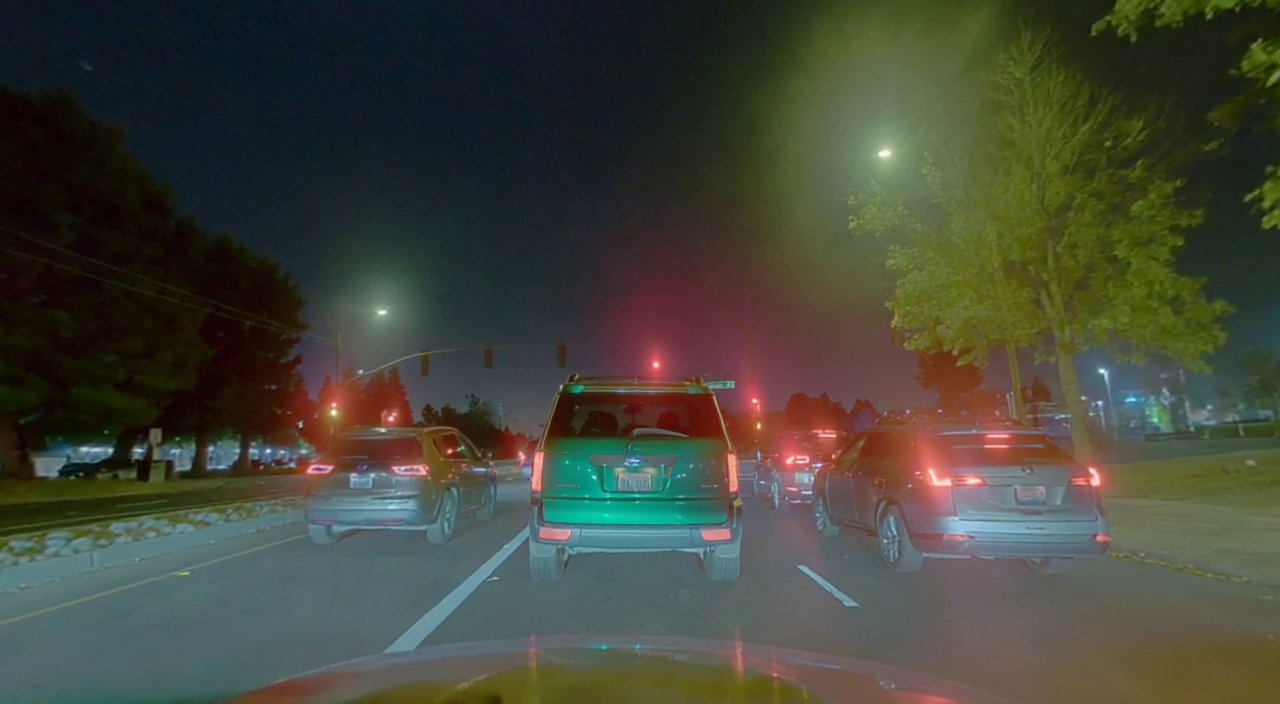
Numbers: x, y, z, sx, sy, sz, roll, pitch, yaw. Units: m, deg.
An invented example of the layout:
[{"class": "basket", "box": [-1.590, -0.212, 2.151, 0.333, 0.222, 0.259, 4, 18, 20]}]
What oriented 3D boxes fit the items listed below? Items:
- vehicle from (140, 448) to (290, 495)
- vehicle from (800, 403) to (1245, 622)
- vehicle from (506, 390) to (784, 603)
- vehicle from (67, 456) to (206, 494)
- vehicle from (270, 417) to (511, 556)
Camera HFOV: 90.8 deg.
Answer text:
[{"class": "vehicle", "box": [-14.916, 4.192, 22.577, 2.206, 1.481, 4.481, 0, -9, 1]}, {"class": "vehicle", "box": [3.480, 1.548, 7.047, 2.202, 1.657, 4.298, 0, -9, -1]}, {"class": "vehicle", "box": [0.028, 1.490, 7.256, 2.294, 1.761, 3.857, 0, -9, 0]}, {"class": "vehicle", "box": [-22.234, 5.422, 28.220, 2.312, 1.443, 4.684, 0, -9, 1]}, {"class": "vehicle", "box": [-3.383, 1.899, 9.583, 1.961, 1.639, 4.064, 0, -9, 0]}]
